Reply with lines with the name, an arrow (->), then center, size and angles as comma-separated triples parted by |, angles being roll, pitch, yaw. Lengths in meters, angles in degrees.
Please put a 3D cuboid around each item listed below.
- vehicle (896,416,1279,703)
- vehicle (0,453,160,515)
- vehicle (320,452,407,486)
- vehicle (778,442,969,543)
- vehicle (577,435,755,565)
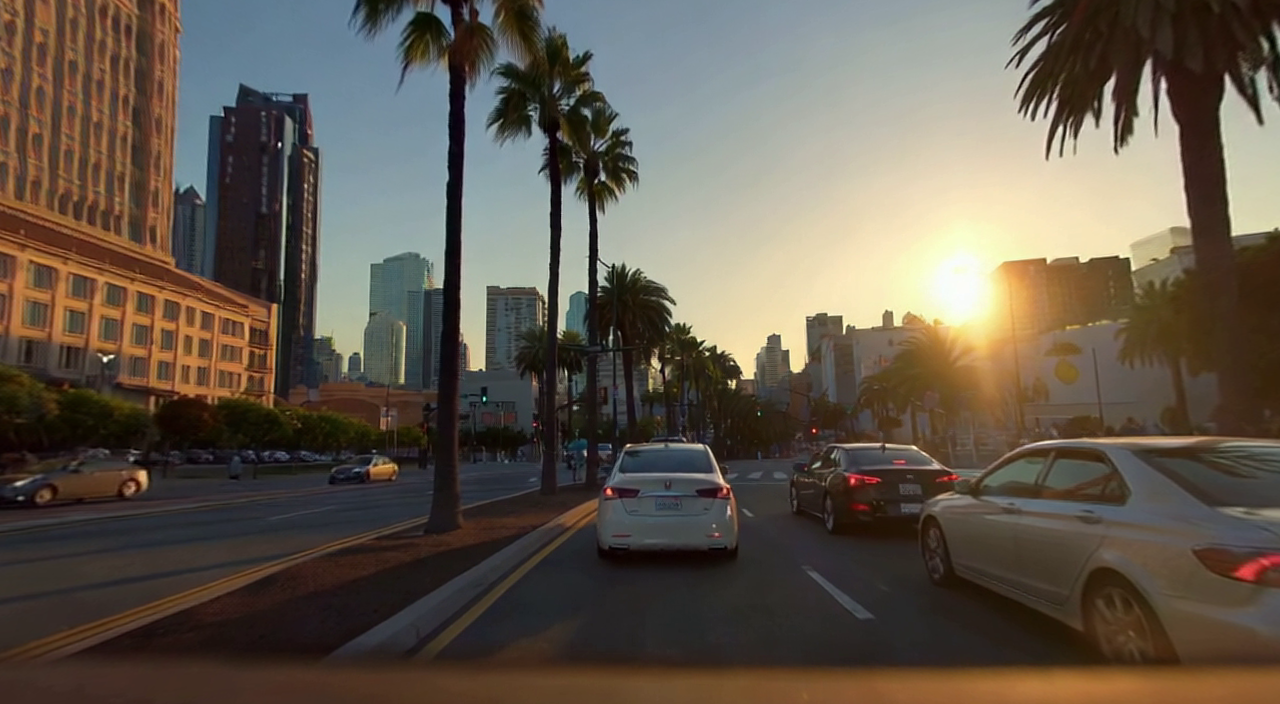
vehicle -> 3.645, 1.290, 4.500 | 1.913, 1.469, 4.425 | -1, -9, 2
vehicle -> -16.831, 3.821, 18.721 | 1.801, 1.563, 4.015 | -1, -9, 6
vehicle -> -14.634, 6.187, 33.754 | 2.078, 1.662, 4.436 | -2, -9, 9
vehicle -> 3.968, 2.434, 11.663 | 1.920, 1.490, 4.417 | 0, -9, 1
vehicle -> 0.367, 2.020, 9.314 | 2.078, 1.503, 3.681 | -1, -9, 2
